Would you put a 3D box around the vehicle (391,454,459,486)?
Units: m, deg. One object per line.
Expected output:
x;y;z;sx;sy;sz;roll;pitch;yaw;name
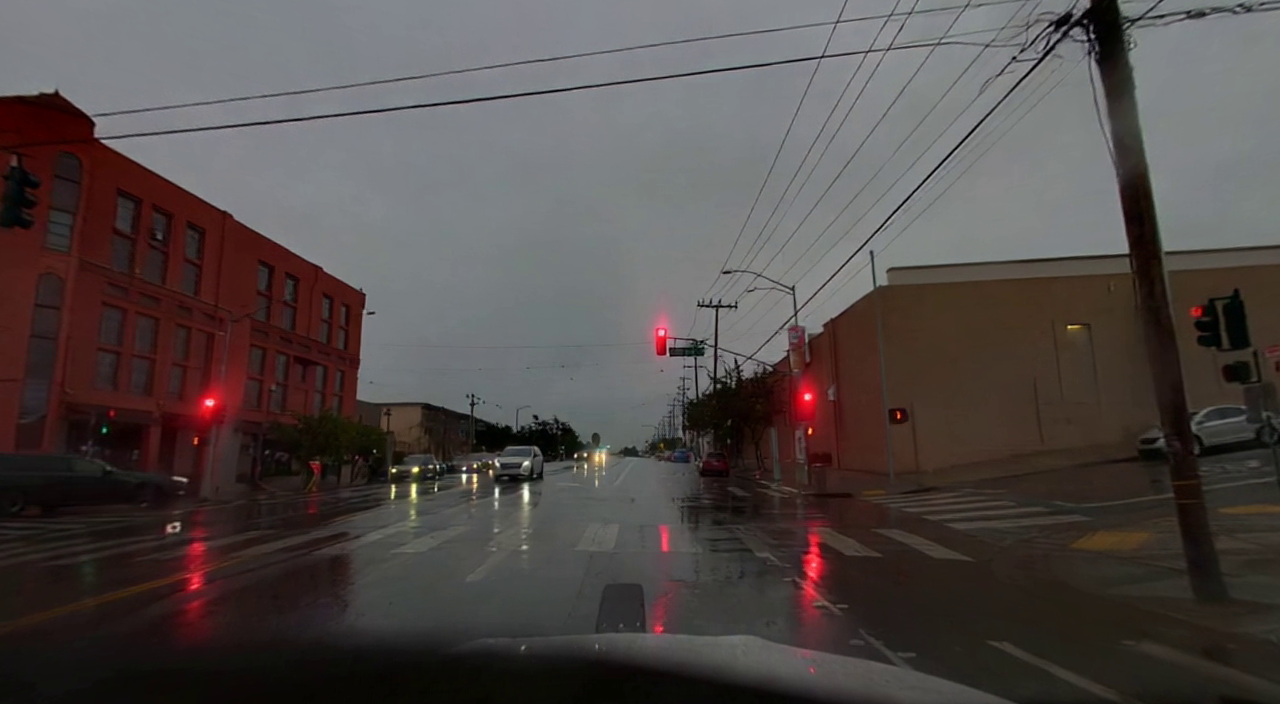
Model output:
-12.053;6.610;35.606;1.943;1.574;4.727;0;-9;3;vehicle

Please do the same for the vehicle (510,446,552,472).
-8.177;8.011;47.566;2.096;1.830;4.752;0;-9;2;vehicle

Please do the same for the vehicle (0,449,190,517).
-15.141;3.432;16.787;4.525;1.650;2.120;2;-9;-11;vehicle

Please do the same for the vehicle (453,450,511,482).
-8.739;6.309;35.187;2.020;1.672;3.842;0;-9;3;vehicle

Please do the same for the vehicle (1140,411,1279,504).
12.682;2.130;12.839;3.234;1.746;1.941;0;-9;1;vehicle
